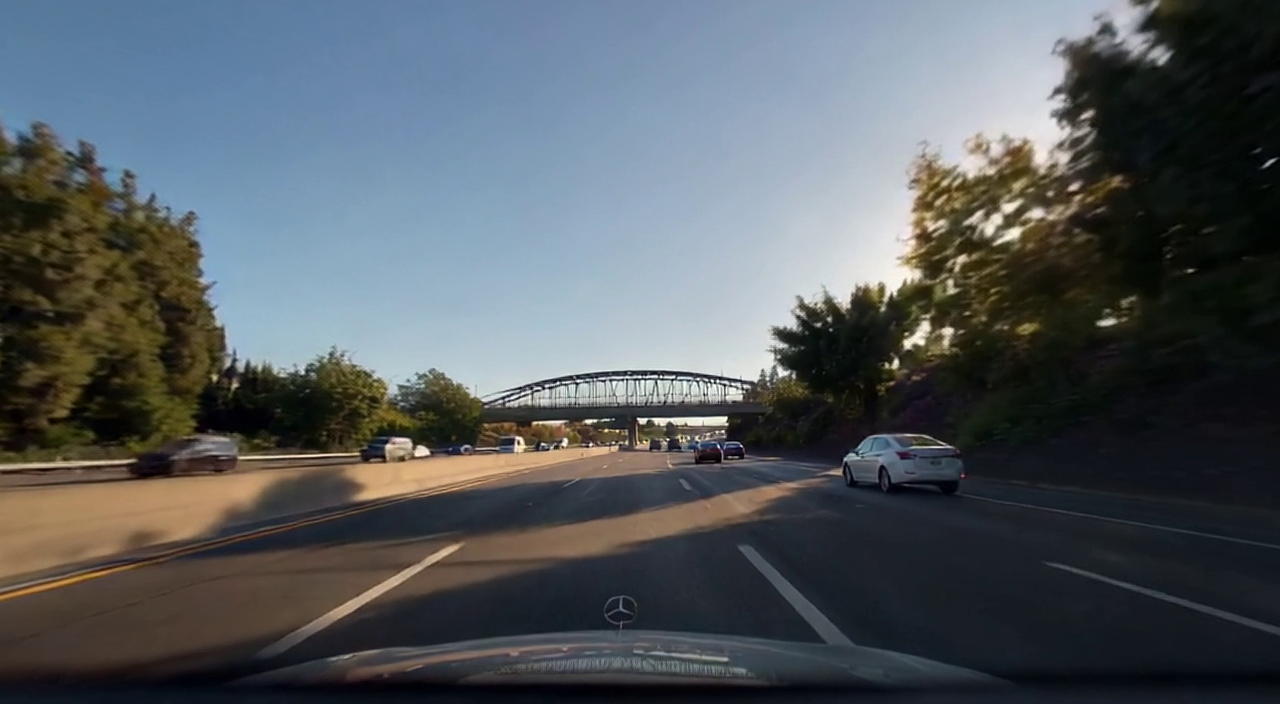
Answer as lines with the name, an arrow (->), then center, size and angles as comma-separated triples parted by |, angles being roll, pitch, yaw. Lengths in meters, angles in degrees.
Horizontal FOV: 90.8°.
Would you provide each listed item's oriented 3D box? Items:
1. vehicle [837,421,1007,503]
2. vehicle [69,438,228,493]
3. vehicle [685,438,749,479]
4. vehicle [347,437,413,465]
vehicle -> 7.068, 2.821, 16.600 | 2.087, 1.806, 4.946 | 0, -9, -1
vehicle -> -16.008, 3.685, 20.908 | 1.878, 1.609, 4.143 | 0, -8, 0
vehicle -> 2.981, 4.229, 25.301 | 1.981, 1.471, 4.342 | 0, -9, 0
vehicle -> -19.460, 7.447, 47.685 | 2.242, 1.980, 6.315 | 0, -9, 1
